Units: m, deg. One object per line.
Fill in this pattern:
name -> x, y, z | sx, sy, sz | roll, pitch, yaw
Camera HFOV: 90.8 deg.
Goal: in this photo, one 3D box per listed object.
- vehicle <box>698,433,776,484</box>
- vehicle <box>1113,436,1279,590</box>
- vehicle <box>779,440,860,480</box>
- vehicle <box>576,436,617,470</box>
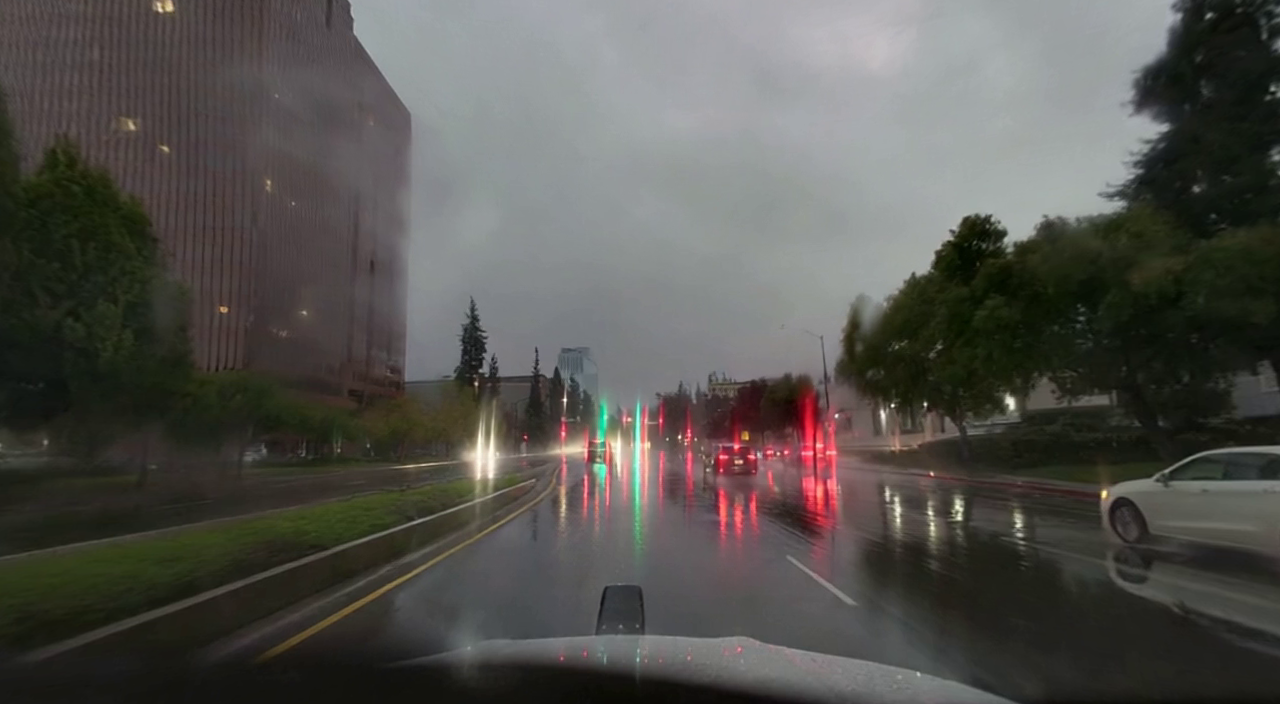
vehicle -> 3.632, 4.078, 24.511 | 2.152, 1.742, 4.704 | 0, -8, -1
vehicle -> 6.972, 1.494, 5.813 | 1.830, 1.443, 4.351 | 0, -8, -1
vehicle -> 7.386, 4.461, 26.464 | 1.944, 1.503, 4.723 | 0, -8, -1
vehicle -> -2.426, 5.629, 35.391 | 2.155, 1.797, 3.989 | 0, -9, -4
